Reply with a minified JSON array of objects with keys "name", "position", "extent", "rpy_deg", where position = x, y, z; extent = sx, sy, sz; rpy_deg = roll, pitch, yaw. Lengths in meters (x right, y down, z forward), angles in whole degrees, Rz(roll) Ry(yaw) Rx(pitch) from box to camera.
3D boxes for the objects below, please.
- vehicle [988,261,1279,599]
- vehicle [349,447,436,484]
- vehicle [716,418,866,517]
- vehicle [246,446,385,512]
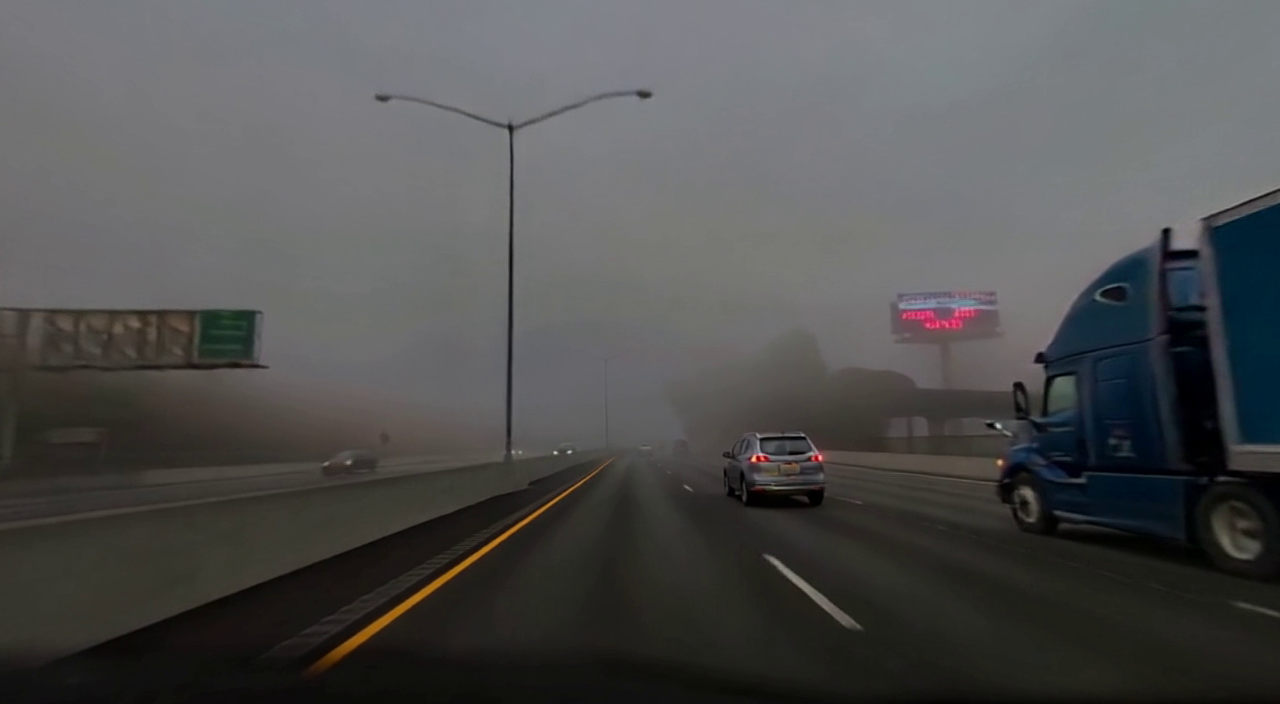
[{"name":"vehicle","position":[7.118,0.876,6.855],"extent":[3.054,2.924,6.178],"rpy_deg":[0,-9,0]},{"name":"vehicle","position":[-10.967,5.044,28.360],"extent":[2.140,1.485,4.360],"rpy_deg":[0,-9,0]},{"name":"vehicle","position":[2.916,2.350,13.321],"extent":[1.973,1.710,4.476],"rpy_deg":[0,-8,-1]},{"name":"vehicle","position":[-7.640,2.981,15.227],"extent":[1.554,1.386,3.320],"rpy_deg":[0,-8,0]}]
